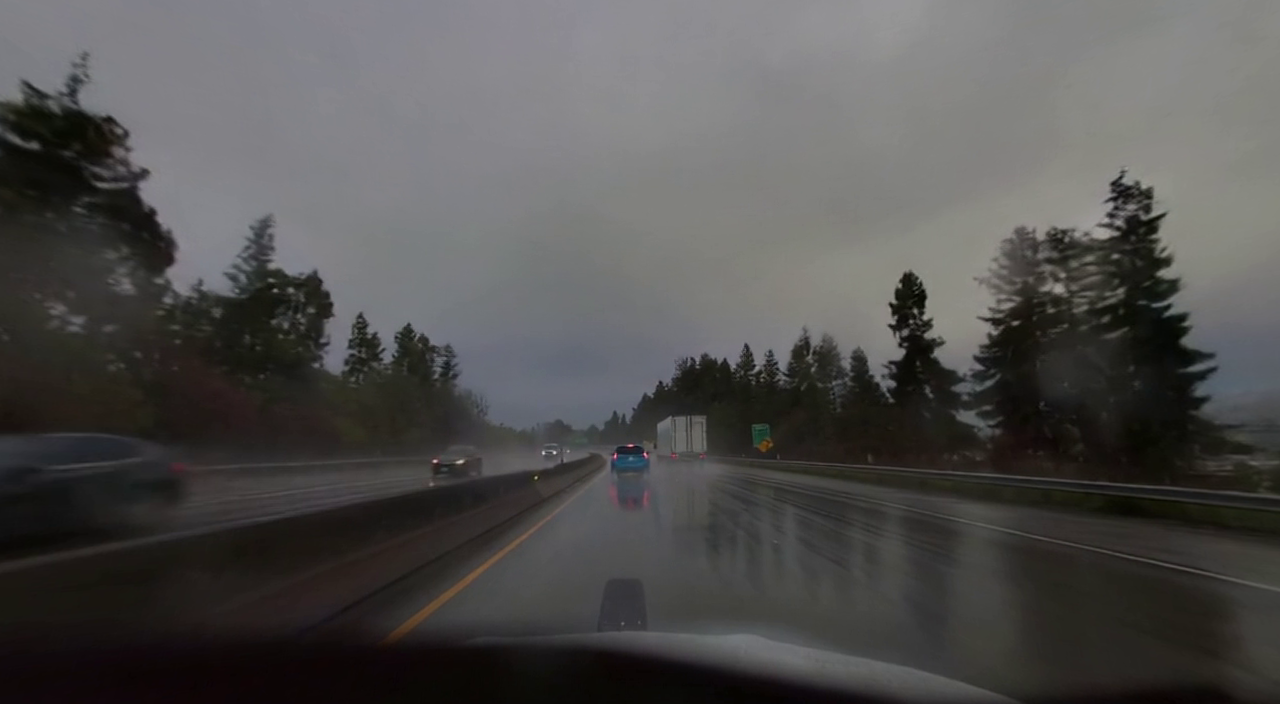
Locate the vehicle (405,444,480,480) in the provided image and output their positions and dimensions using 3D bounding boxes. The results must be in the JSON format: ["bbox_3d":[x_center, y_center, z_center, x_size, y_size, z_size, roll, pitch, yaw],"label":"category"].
[{"bbox_3d":[-8.678,4.876,28.093,1.974,1.465,4.130,0,-9,0],"label":"vehicle"}]

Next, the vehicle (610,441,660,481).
[{"bbox_3d":[-0.258,5.079,29.474,2.190,1.706,4.062,0,-9,-1],"label":"vehicle"}]

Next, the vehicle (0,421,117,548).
[{"bbox_3d":[-8.715,1.483,6.822,1.961,1.521,4.766,0,-9,1],"label":"vehicle"}]
